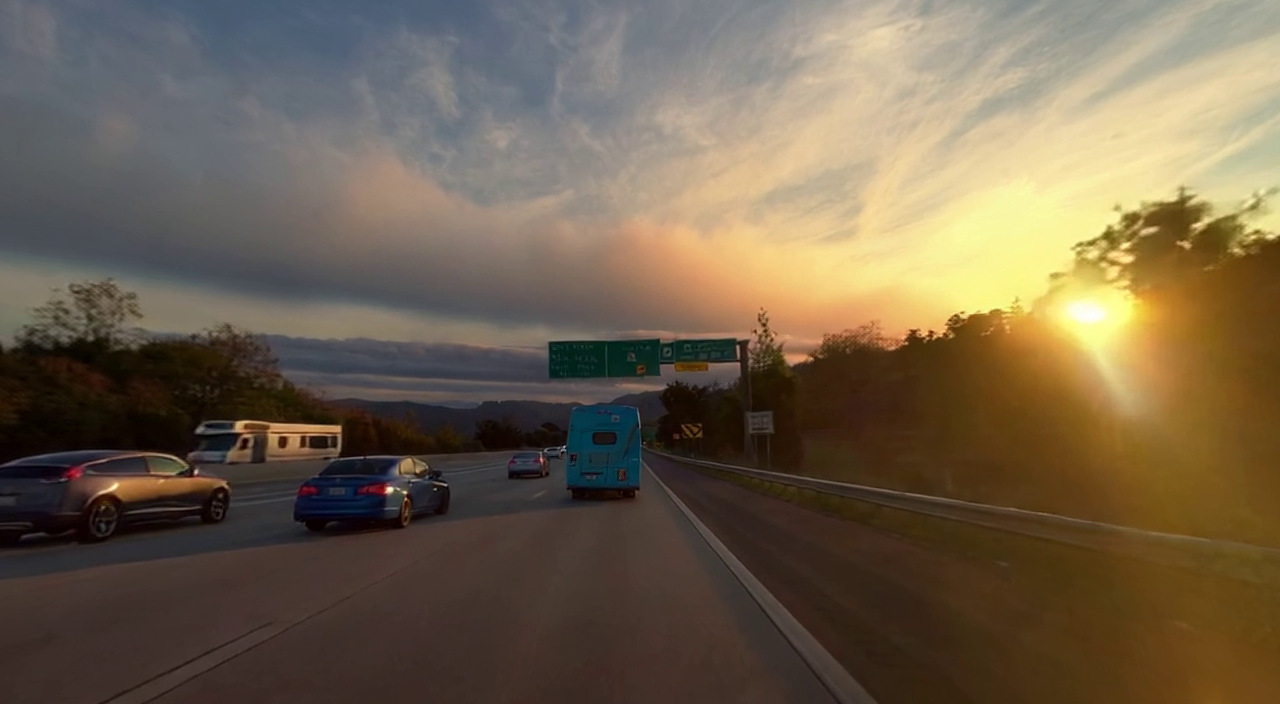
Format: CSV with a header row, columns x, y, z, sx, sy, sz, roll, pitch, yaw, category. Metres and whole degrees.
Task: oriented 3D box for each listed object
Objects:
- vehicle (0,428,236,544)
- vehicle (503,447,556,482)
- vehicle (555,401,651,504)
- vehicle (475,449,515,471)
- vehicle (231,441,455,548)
x,y,z,sx,sy,sz,roll,pitch,yaw,category
-9.587,2.242,11.120,2.010,1.621,4.252,0,-9,0,vehicle
-5.009,5.122,28.939,1.872,1.480,3.545,0,-9,-1,vehicle
-0.967,2.941,18.538,2.394,2.556,5.232,0,-9,-1,vehicle
-10.088,7.526,44.103,1.886,1.462,4.084,0,-9,-1,vehicle
-4.678,2.274,10.710,1.876,1.438,4.072,0,-9,-1,vehicle
